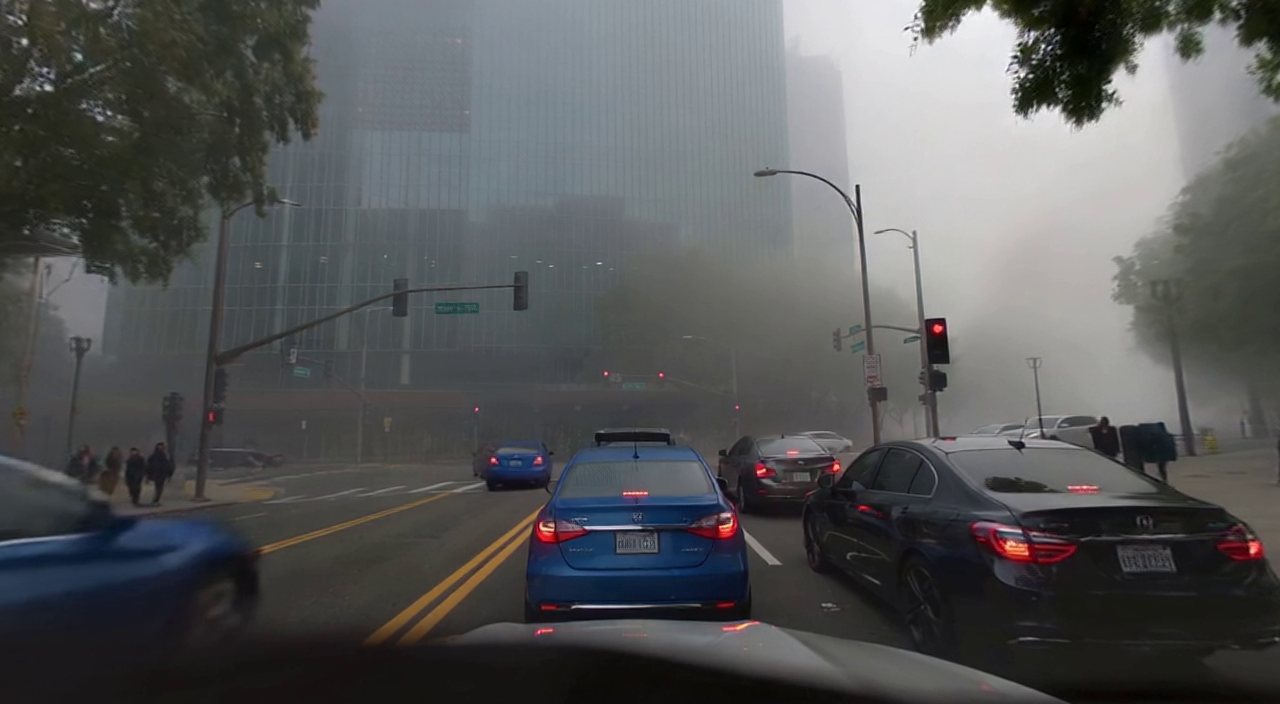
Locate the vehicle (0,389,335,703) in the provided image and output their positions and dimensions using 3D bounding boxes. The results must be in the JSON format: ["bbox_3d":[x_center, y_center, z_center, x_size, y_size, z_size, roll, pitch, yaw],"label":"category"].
[{"bbox_3d":[-3.299,0.919,2.406,2.068,1.513,4.221,0,-8,1],"label":"vehicle"}]

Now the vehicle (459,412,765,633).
[{"bbox_3d":[-0.265,1.460,6.386,2.072,1.476,4.078,0,-8,-2],"label":"vehicle"}]

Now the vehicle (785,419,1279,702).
[{"bbox_3d":[2.751,1.398,5.428,1.952,1.464,4.165,0,-8,-1],"label":"vehicle"}]
